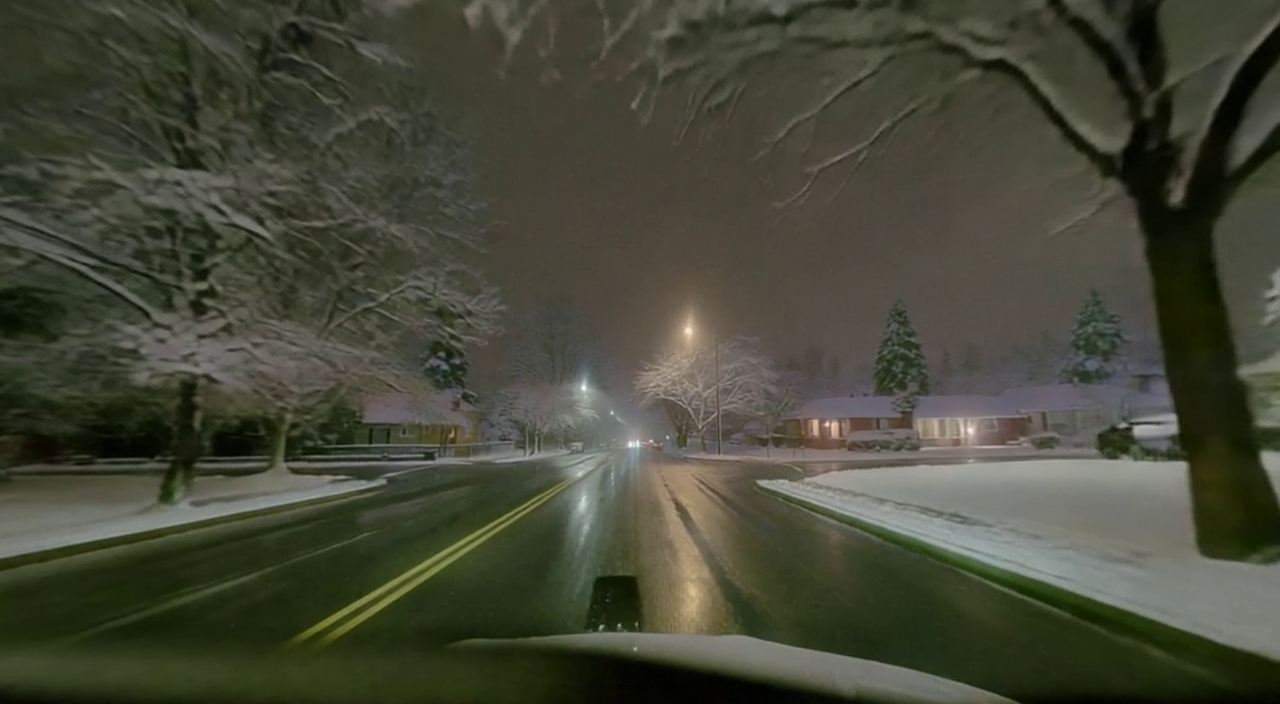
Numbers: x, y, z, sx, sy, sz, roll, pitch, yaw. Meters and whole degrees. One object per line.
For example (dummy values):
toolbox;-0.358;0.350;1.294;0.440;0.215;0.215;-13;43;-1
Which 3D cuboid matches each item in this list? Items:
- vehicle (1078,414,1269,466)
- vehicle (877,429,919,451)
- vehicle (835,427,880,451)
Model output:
vehicle;16.485;2.791;19.859;1.783;1.431;4.757;0;-8;-1
vehicle;18.996;6.495;46.486;1.803;1.504;4.324;-1;-8;7
vehicle;16.197;6.540;47.073;1.829;1.667;4.437;0;-8;2
